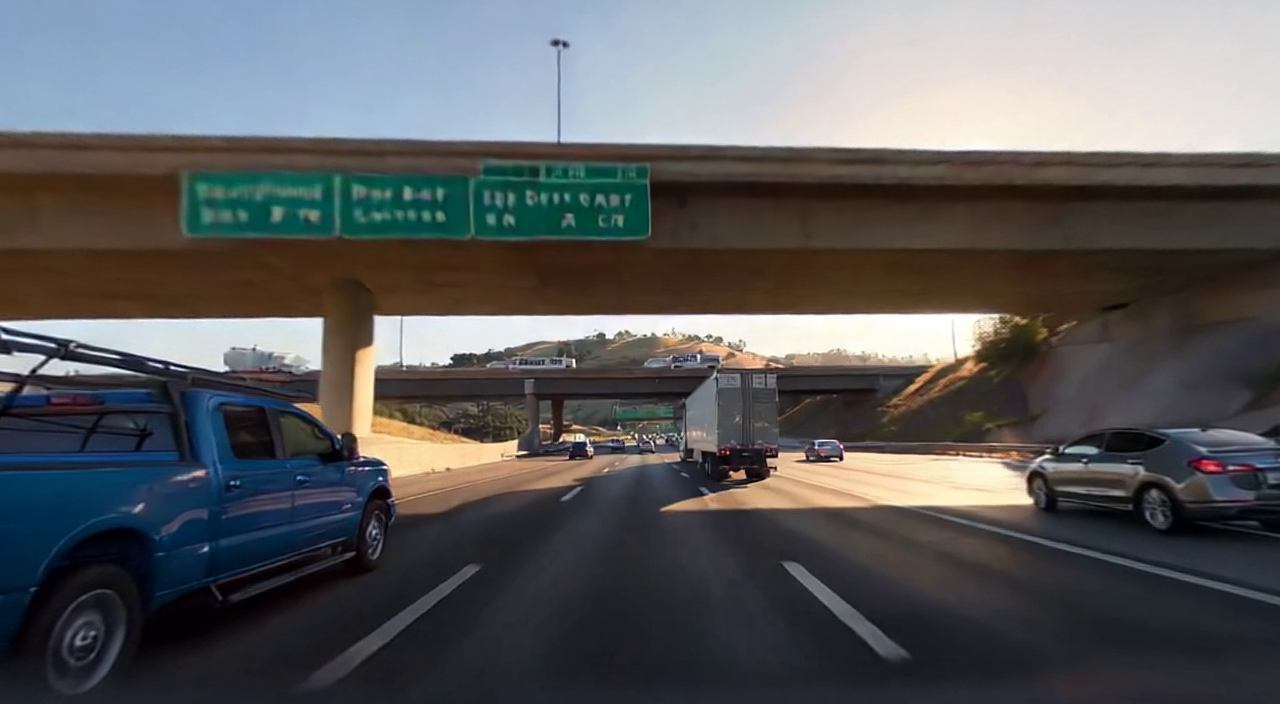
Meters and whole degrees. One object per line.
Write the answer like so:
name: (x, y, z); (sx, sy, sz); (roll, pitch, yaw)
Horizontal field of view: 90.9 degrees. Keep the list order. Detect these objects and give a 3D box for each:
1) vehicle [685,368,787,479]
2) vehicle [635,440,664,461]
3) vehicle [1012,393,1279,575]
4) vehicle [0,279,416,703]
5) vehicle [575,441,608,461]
vehicle: (3.967, 3.557, 29.595); (2.885, 4.036, 12.891); (0, -8, 0)
vehicle: (0.654, 7.369, 47.306); (2.092, 1.446, 4.092); (0, -8, 0)
vehicle: (7.050, 1.526, 7.844); (1.999, 1.700, 4.640); (0, -8, 0)
vehicle: (-3.975, 0.974, 4.244); (2.599, 2.054, 6.288); (0, -8, 0)
vehicle: (-3.517, 7.264, 46.385); (2.077, 1.446, 4.106); (0, -8, 0)
